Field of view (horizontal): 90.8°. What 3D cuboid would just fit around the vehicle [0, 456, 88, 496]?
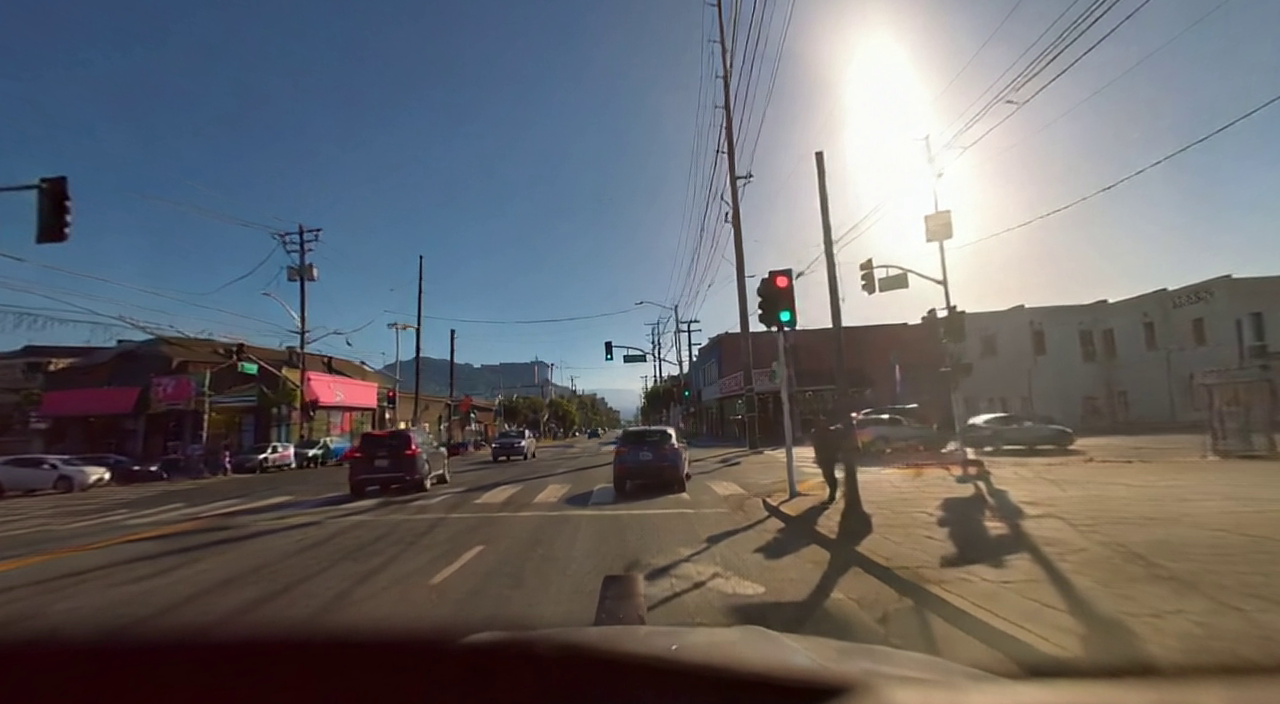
[{"bbox_3d":[-26.006,5.077,26.060,4.479,1.484,2.036,0,-7,0],"label":"vehicle"}]

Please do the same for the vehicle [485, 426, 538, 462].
[{"bbox_3d":[-5.754,4.063,28.090,2.097,1.457,4.439,2,-8,-13],"label":"vehicle"}]

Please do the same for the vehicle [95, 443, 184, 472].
[{"bbox_3d":[-34.678,7.296,43.852,4.492,1.880,1.879,0,-7,-1],"label":"vehicle"}]

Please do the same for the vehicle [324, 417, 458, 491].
[{"bbox_3d":[-6.585,2.733,17.313,2.063,1.751,4.229,0,-7,-2],"label":"vehicle"}]

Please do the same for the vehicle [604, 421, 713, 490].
[{"bbox_3d":[0.633,2.568,16.214,2.059,1.497,4.260,-1,-7,12],"label":"vehicle"}]

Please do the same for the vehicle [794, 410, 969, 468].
[{"bbox_3d":[7.503,2.714,19.904,4.714,1.686,1.973,1,-7,-8],"label":"vehicle"}]

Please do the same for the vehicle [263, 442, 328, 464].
[{"bbox_3d":[-22.964,6.717,42.170,3.360,1.392,1.674,0,-8,0],"label":"vehicle"}]
